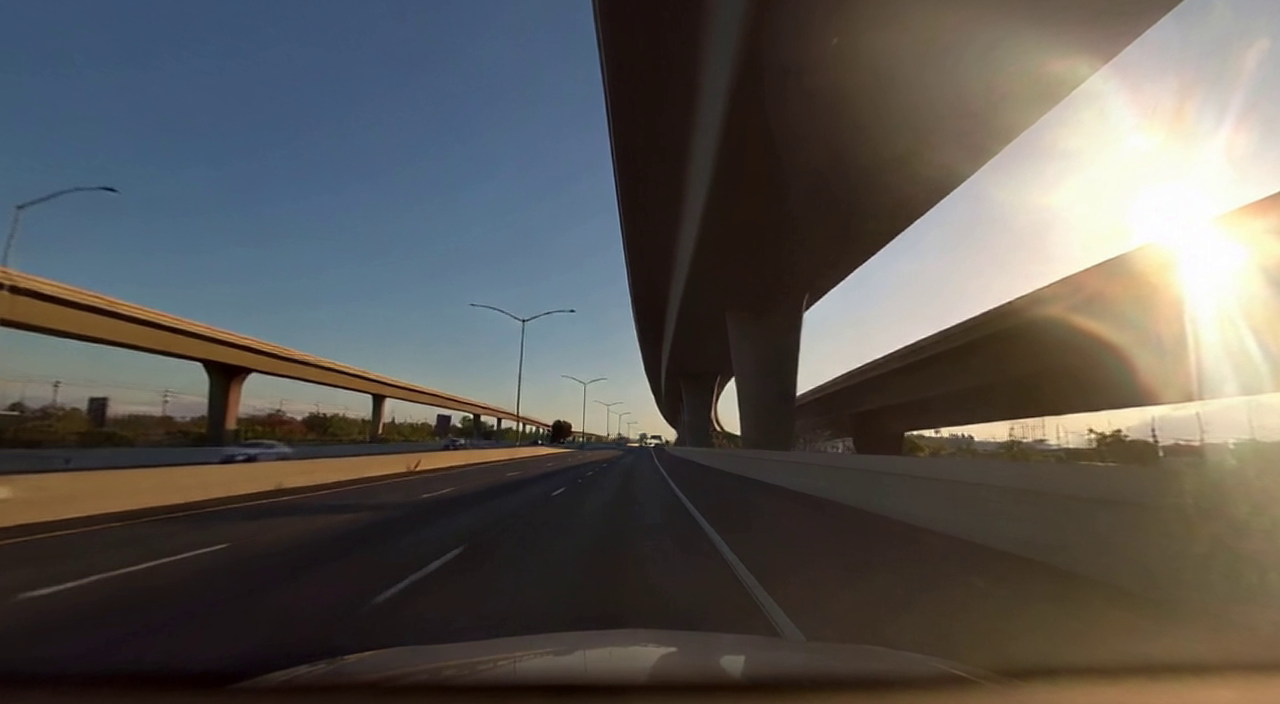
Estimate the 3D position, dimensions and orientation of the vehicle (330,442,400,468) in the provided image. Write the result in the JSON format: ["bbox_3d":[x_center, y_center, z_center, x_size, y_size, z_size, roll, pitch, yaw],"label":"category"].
[{"bbox_3d":[-16.420,6.151,37.957,1.957,1.446,4.710,0,-9,1],"label":"vehicle"}]

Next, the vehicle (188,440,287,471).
[{"bbox_3d":[-20.179,5.207,31.897,2.001,1.455,4.391,0,-8,1],"label":"vehicle"}]
